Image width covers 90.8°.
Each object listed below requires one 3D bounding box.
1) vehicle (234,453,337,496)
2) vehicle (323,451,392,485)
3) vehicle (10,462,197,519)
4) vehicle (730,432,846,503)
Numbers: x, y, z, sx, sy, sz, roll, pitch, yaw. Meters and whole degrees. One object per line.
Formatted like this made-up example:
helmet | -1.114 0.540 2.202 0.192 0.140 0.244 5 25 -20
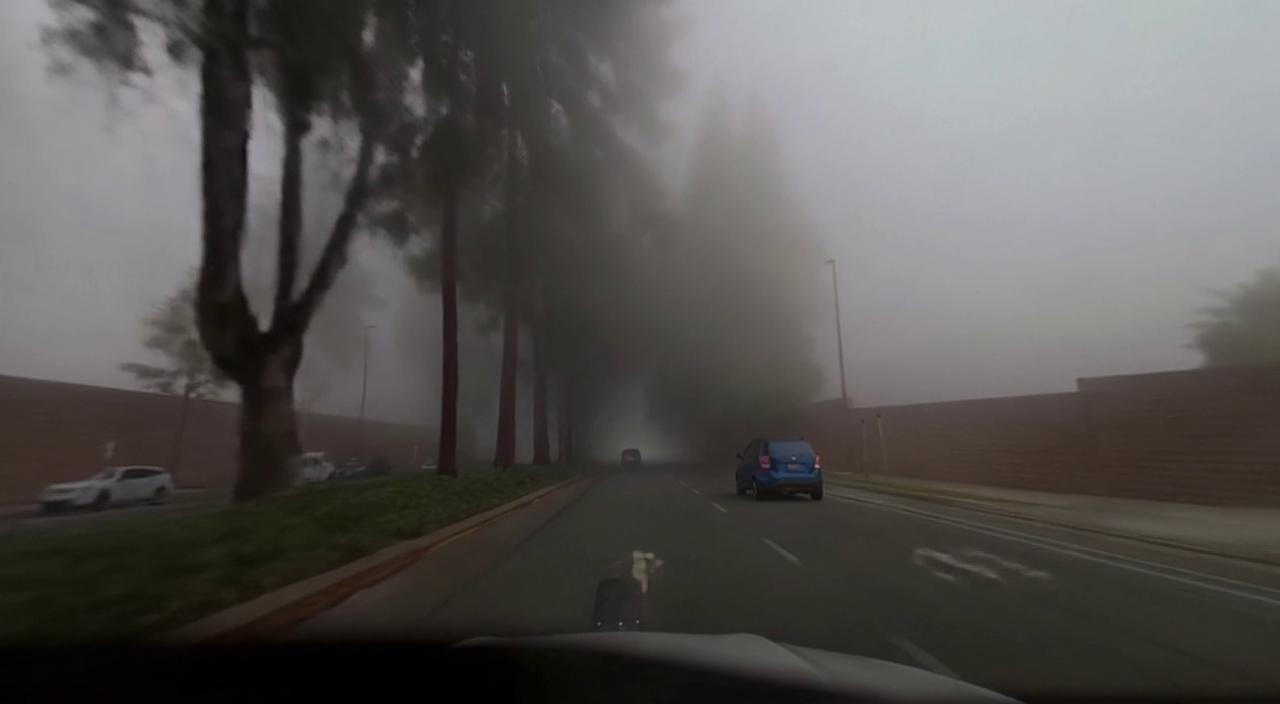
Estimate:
vehicle | -17.323 5.962 31.242 2.096 1.816 5.362 -4 -9 -1
vehicle | -17.595 7.235 39.701 2.075 1.909 5.064 0 -8 -1
vehicle | -17.507 4.511 21.048 2.071 1.489 4.724 -1 -8 0
vehicle | 4.086 3.264 18.318 2.155 1.752 4.456 0 -8 -1
